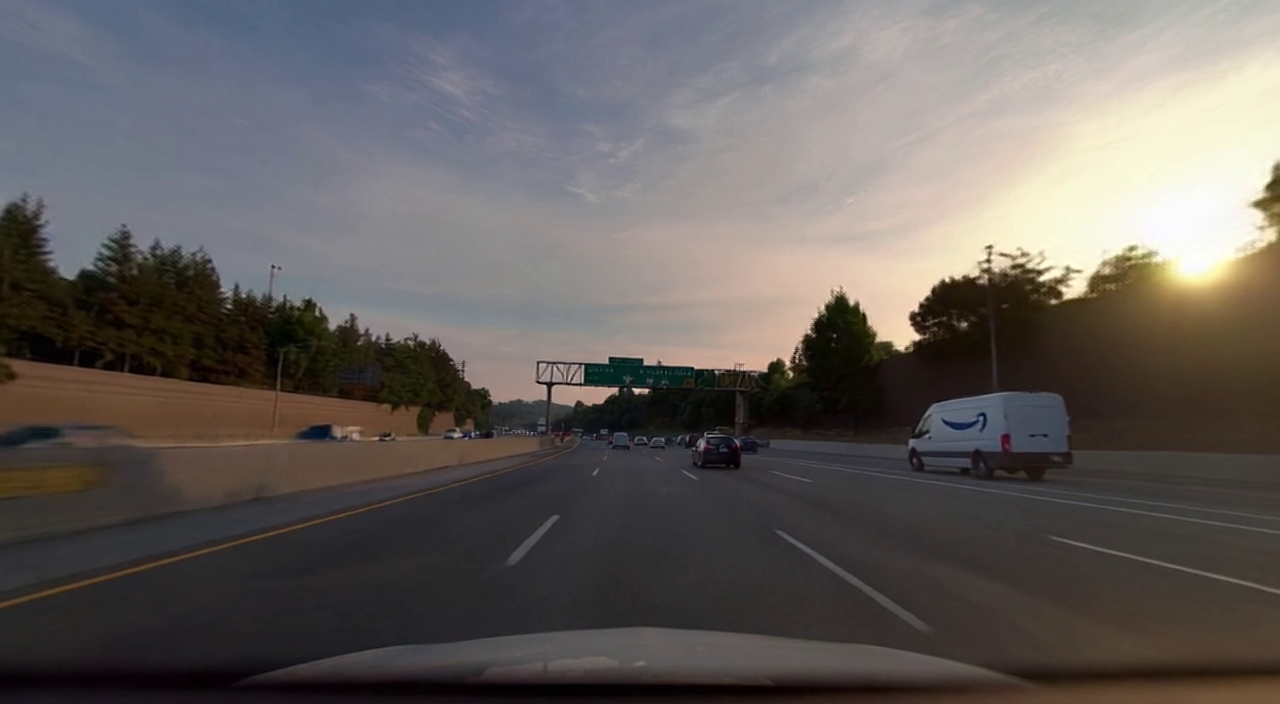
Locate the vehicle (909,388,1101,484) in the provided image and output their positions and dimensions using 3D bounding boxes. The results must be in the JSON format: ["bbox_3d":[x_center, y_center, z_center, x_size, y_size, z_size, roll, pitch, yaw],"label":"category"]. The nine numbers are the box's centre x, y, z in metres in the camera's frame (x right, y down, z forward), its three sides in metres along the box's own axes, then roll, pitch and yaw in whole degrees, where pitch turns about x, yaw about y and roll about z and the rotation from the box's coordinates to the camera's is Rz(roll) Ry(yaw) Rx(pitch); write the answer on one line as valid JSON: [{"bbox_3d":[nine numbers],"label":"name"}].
[{"bbox_3d":[12.200,2.949,21.998,2.274,2.802,6.802,0,-8,-3],"label":"vehicle"}]

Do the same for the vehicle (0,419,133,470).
[{"bbox_3d":[-21.536,3.406,23.228,1.915,1.683,4.596,0,-8,-1],"label":"vehicle"}]

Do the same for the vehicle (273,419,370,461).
[{"bbox_3d":[-14.265,3.995,28.581,2.040,1.705,4.620,0,-8,-1],"label":"vehicle"}]

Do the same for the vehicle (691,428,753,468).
[{"bbox_3d":[3.698,4.453,29.388,2.141,1.732,4.279,0,-8,-2],"label":"vehicle"}]
